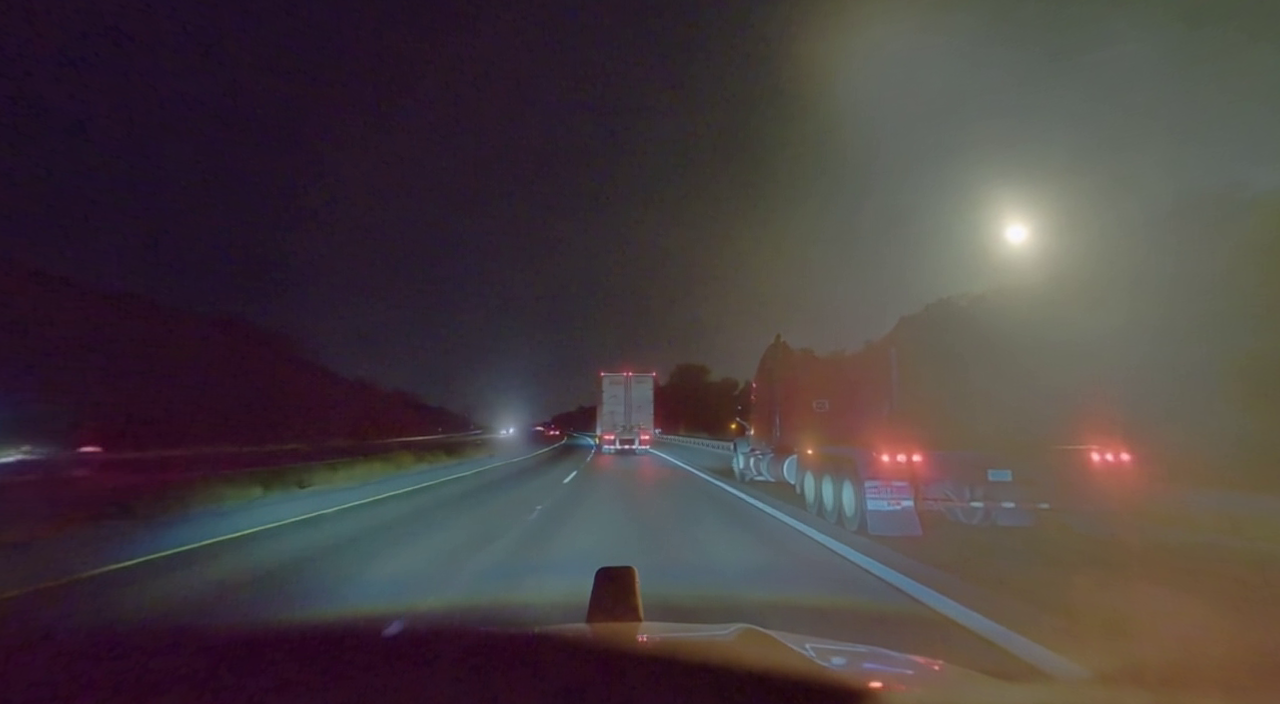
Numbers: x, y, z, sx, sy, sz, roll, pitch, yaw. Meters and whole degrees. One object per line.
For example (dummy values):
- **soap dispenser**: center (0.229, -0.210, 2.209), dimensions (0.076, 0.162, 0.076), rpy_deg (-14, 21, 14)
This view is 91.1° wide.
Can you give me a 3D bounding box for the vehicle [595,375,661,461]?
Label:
- **vehicle**: center (-0.751, 3.760, 34.422), dimensions (3.023, 3.965, 10.402), rpy_deg (0, -8, -2)
